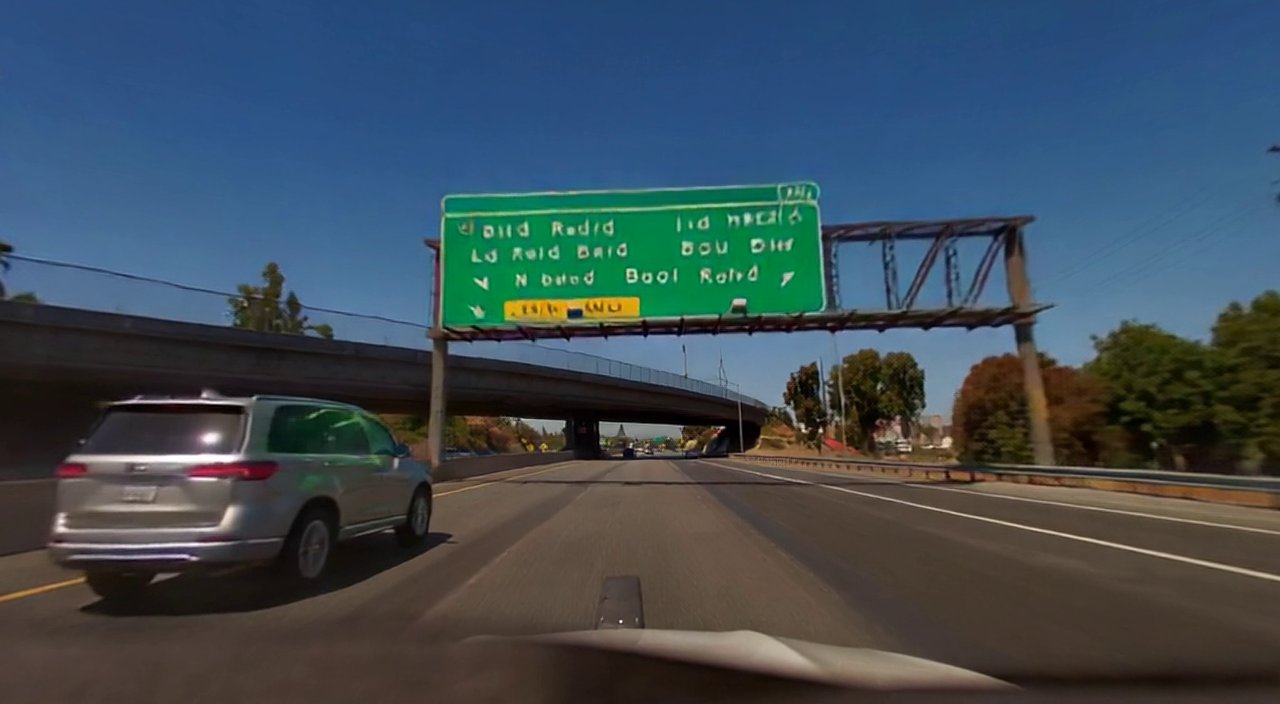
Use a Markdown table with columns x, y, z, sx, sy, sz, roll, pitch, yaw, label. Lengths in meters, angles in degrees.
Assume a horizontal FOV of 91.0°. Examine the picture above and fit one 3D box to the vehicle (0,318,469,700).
| x | y | z | sx | sy | sz | roll | pitch | yaw | label |
| --- | --- | --- | --- | --- | --- | --- | --- | --- | --- |
| -3.749 | 1.201 | 6.132 | 2.431 | 1.928 | 5.760 | 0 | -9 | 1 | vehicle |
